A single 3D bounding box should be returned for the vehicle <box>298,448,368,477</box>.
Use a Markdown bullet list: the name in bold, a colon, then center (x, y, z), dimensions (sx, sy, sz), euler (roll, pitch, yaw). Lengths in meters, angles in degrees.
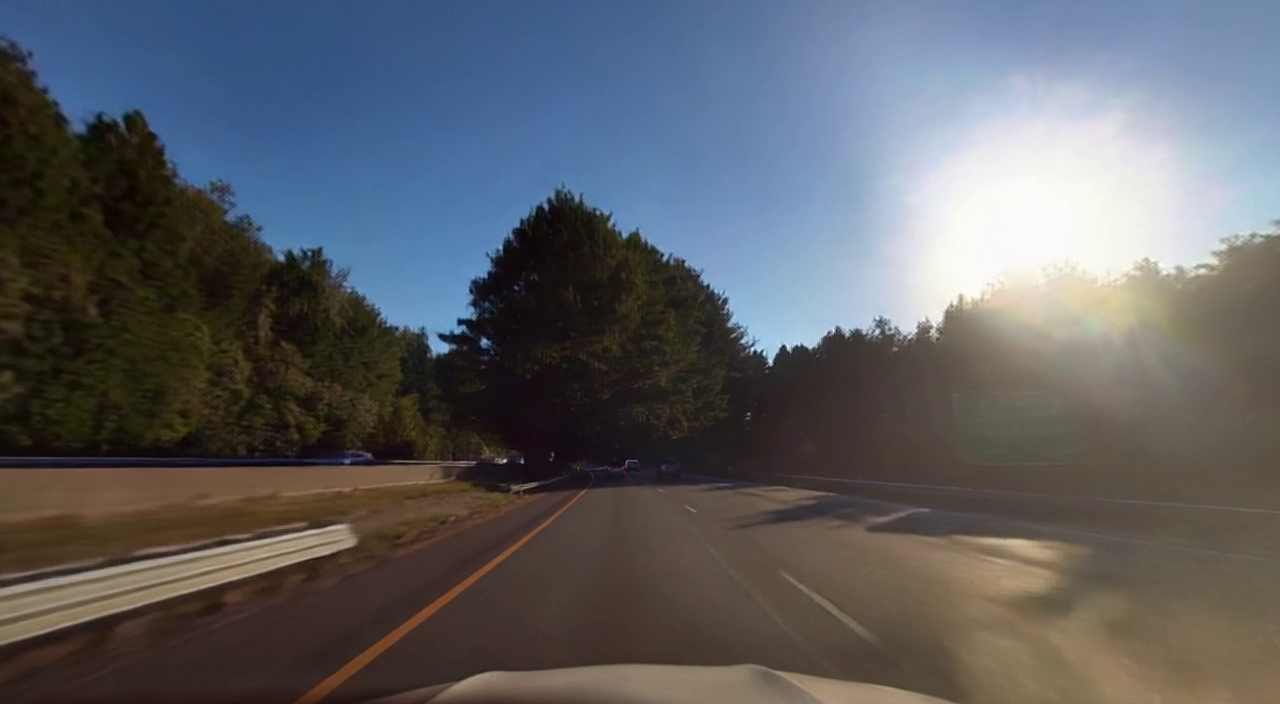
- **vehicle**: center (-17.853, 6.474, 36.896), dimensions (2.005, 1.547, 4.120), euler (1, -10, -1)
